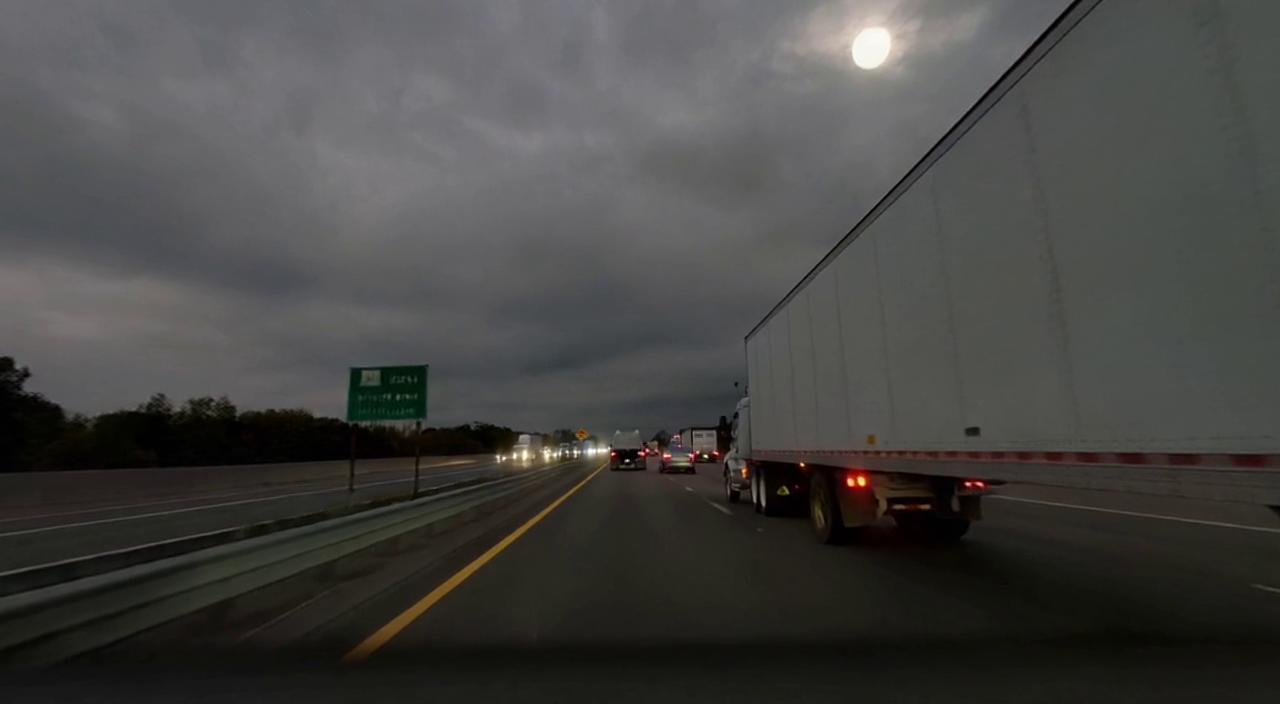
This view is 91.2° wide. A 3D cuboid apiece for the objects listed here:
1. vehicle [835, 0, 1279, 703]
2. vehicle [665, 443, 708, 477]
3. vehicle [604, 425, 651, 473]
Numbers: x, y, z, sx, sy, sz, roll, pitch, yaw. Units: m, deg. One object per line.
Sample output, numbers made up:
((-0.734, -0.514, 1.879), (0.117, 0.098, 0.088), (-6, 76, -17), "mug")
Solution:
((3.912, -0.085, 3.446), (2.816, 4.086, 8.486), (0, -9, 0), "vehicle")
((2.474, 5.742, 33.450), (2.127, 1.642, 3.899), (-1, -9, 3), "vehicle")
((-0.686, 6.101, 39.473), (2.506, 2.743, 6.093), (-1, -9, 3), "vehicle")
